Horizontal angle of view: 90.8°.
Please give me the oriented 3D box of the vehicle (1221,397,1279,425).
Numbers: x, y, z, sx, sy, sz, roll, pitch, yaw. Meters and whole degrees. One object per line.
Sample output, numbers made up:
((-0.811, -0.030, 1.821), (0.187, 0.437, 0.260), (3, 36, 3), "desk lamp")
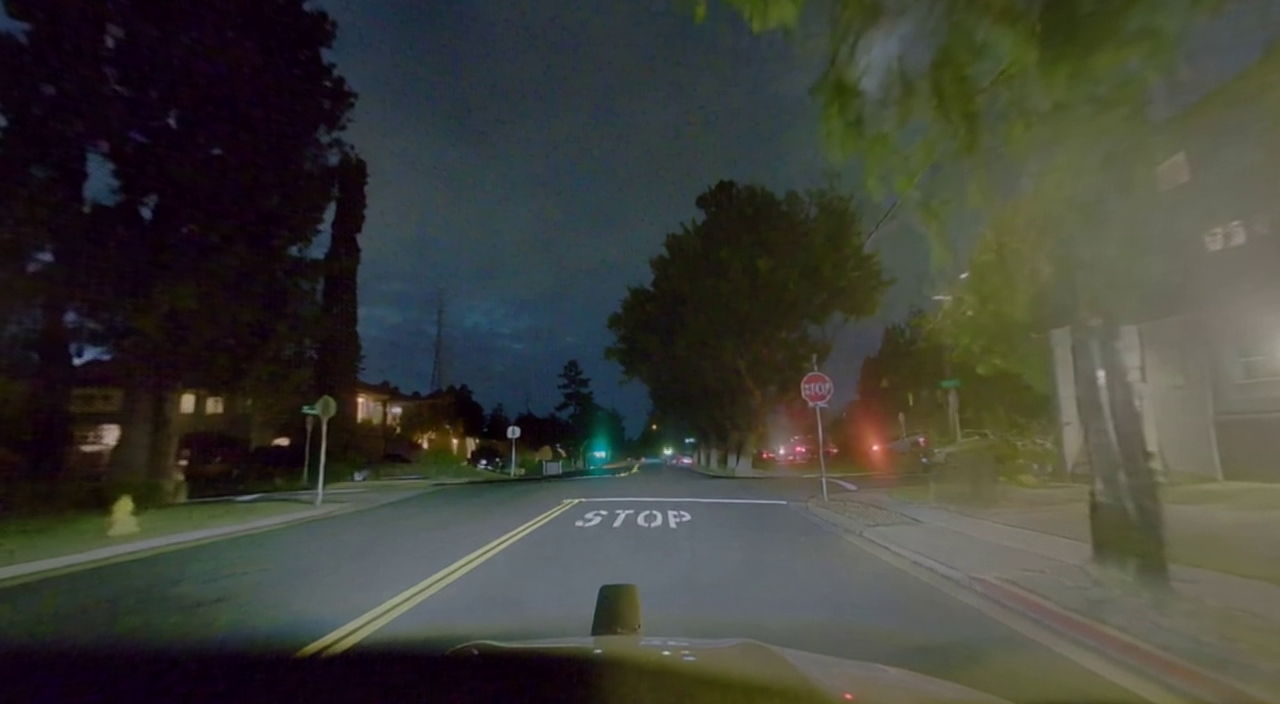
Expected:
((37.407, 3.583, 37.853), (4.028, 1.469, 1.884), (3, -10, -19), "vehicle")

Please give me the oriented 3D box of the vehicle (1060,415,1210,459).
((17.951, 3.075, 22.910), (4.682, 1.483, 1.917), (2, -9, -19), "vehicle")

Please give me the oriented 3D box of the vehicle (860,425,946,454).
((15.643, 5.274, 37.851), (1.960, 1.584, 4.669), (3, -9, -22), "vehicle")

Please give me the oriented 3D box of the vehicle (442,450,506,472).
((-11.458, 7.557, 43.837), (3.937, 1.390, 1.644), (1, -7, 2), "vehicle")

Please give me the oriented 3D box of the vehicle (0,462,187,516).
((-16.998, 4.190, 19.592), (4.320, 1.443, 1.867), (1, -8, -8), "vehicle")

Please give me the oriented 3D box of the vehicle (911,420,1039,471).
((15.590, 4.376, 29.515), (4.788, 1.875, 2.148), (1, -19, -15), "vehicle")
